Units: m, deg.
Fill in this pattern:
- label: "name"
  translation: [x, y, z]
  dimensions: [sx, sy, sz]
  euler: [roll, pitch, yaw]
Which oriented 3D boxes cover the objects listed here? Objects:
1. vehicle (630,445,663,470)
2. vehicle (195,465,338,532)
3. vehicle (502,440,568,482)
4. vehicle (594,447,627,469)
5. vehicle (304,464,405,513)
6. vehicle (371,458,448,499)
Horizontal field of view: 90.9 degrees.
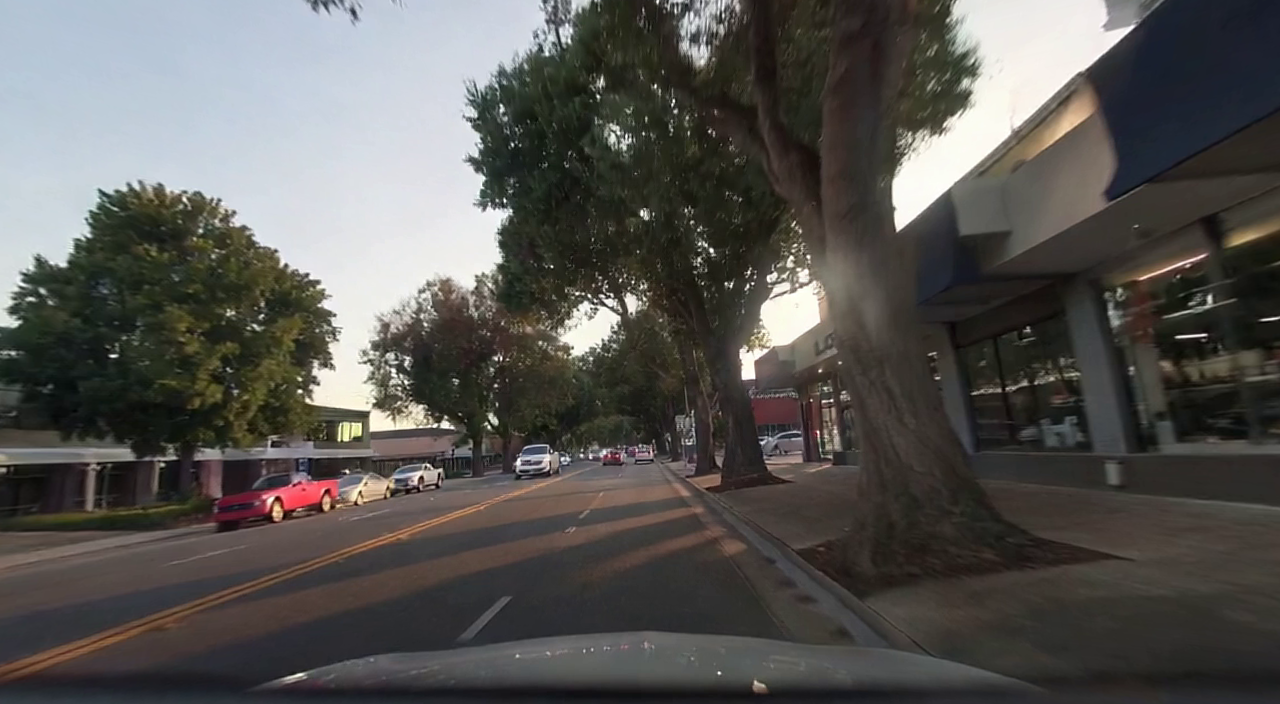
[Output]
- label: "vehicle"
  translation: [0.437, 6.745, 40.537]
  dimensions: [2.020, 1.478, 3.922]
  euler: [0, -8, 1]
- label: "vehicle"
  translation: [-11.146, 4.350, 19.177]
  dimensions: [1.946, 1.526, 3.954]
  euler: [-2, -7, 0]
- label: "vehicle"
  translation: [-5.829, 6.175, 36.018]
  dimensions: [2.644, 2.161, 5.825]
  euler: [0, -8, 1]
- label: "vehicle"
  translation: [-2.103, 7.646, 45.610]
  dimensions: [2.099, 1.424, 4.609]
  euler: [0, -8, 1]
- label: "vehicle"
  translation: [-11.188, 5.345, 25.060]
  dimensions: [1.858, 1.469, 4.665]
  euler: [-4, -9, 0]
- label: "vehicle"
  translation: [-11.087, 6.087, 30.648]
  dimensions: [1.925, 1.709, 4.426]
  euler: [-1, -8, 2]
